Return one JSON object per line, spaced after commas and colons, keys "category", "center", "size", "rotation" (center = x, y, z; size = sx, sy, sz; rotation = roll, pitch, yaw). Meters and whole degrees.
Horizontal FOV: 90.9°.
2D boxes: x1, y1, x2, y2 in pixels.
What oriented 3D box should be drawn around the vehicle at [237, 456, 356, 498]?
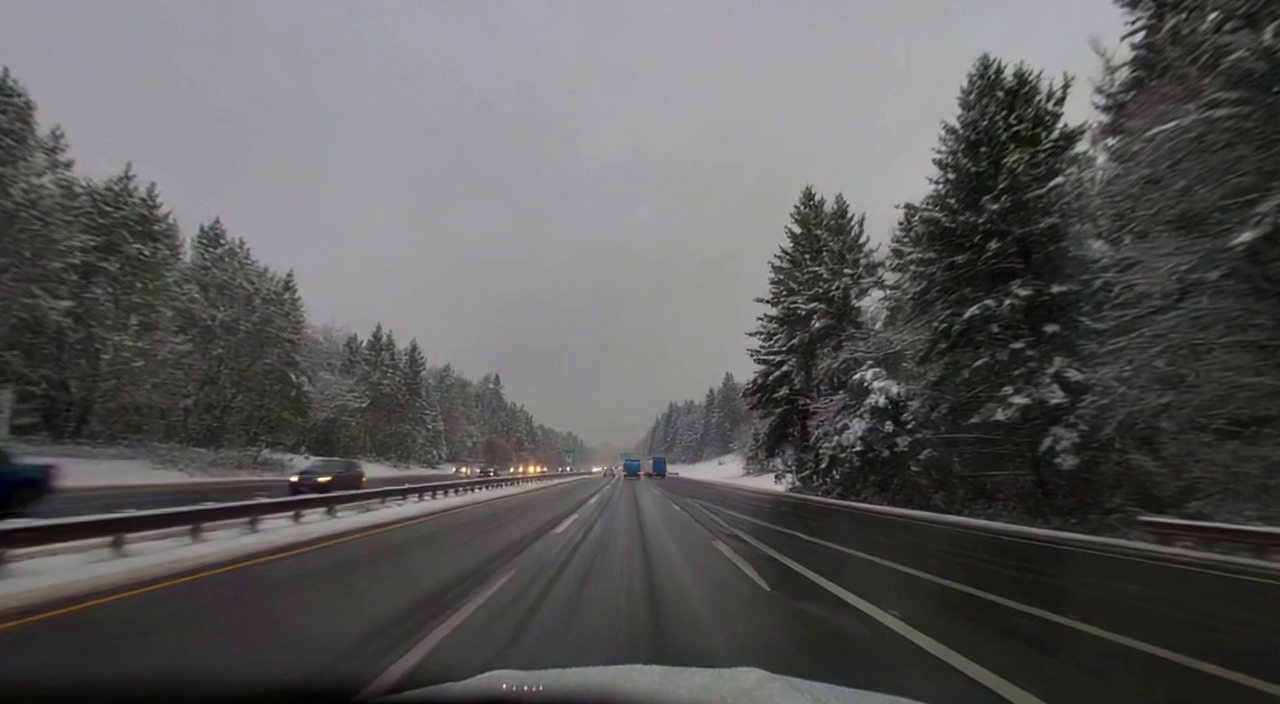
{"category": "vehicle", "center": [-12.944, 4.770, 24.131], "size": [1.993, 1.406, 4.473], "rotation": [1, -10, 0]}
